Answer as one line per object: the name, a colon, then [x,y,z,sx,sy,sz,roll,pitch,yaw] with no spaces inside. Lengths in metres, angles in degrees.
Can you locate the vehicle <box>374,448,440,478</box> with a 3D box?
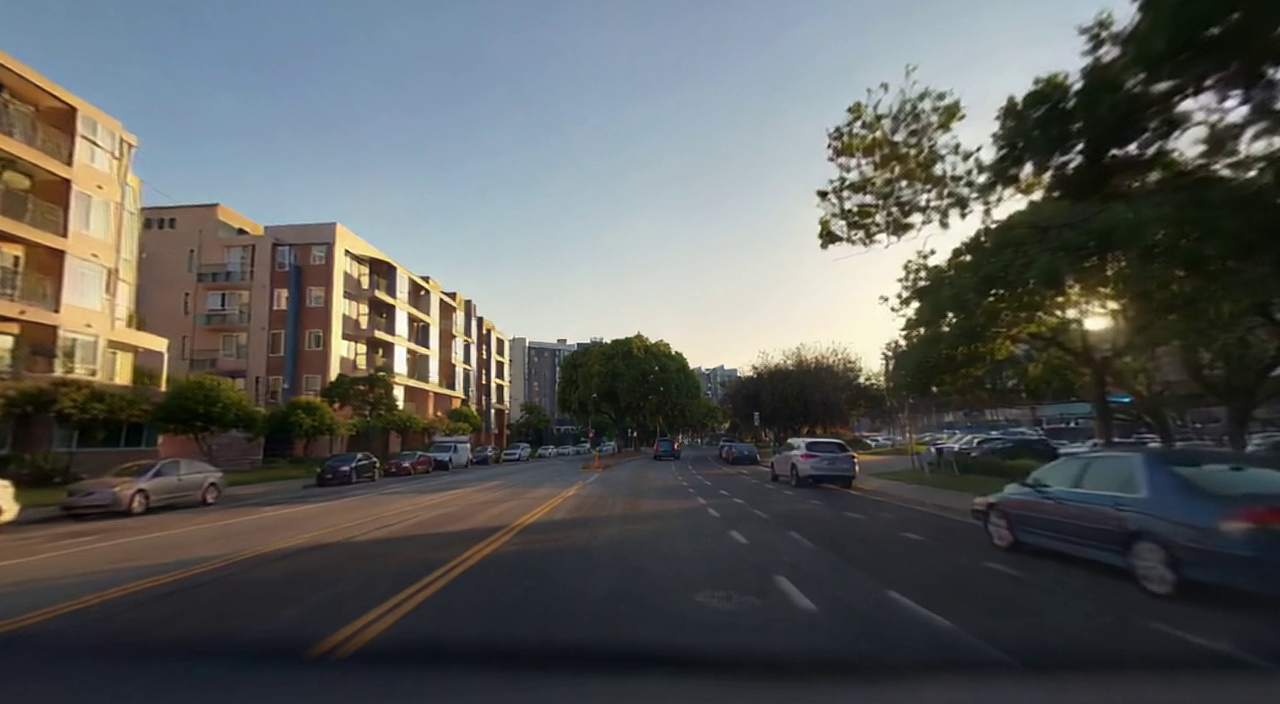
vehicle: [-12.320,5.853,33.676,1.723,1.418,4.359,0,-8,2]

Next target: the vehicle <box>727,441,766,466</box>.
vehicle: [6.703,6.429,40.233,1.947,1.487,4.549,0,-8,3]

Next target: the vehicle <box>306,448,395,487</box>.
vehicle: [-12.257,4.884,27.012,1.926,1.499,3.869,0,-8,0]

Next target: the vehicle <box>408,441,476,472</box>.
vehicle: [-12.429,6.570,40.171,2.290,1.799,5.801,0,-8,2]

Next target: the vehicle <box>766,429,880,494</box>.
vehicle: [5.646,3.455,20.421,2.102,1.781,5.470,0,-8,1]

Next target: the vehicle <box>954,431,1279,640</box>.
vehicle: [5.445,1.611,6.669,2.085,1.466,4.276,0,-8,1]

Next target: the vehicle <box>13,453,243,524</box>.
vehicle: [-12.601,3.337,16.074,1.889,1.461,4.608,0,-8,2]
